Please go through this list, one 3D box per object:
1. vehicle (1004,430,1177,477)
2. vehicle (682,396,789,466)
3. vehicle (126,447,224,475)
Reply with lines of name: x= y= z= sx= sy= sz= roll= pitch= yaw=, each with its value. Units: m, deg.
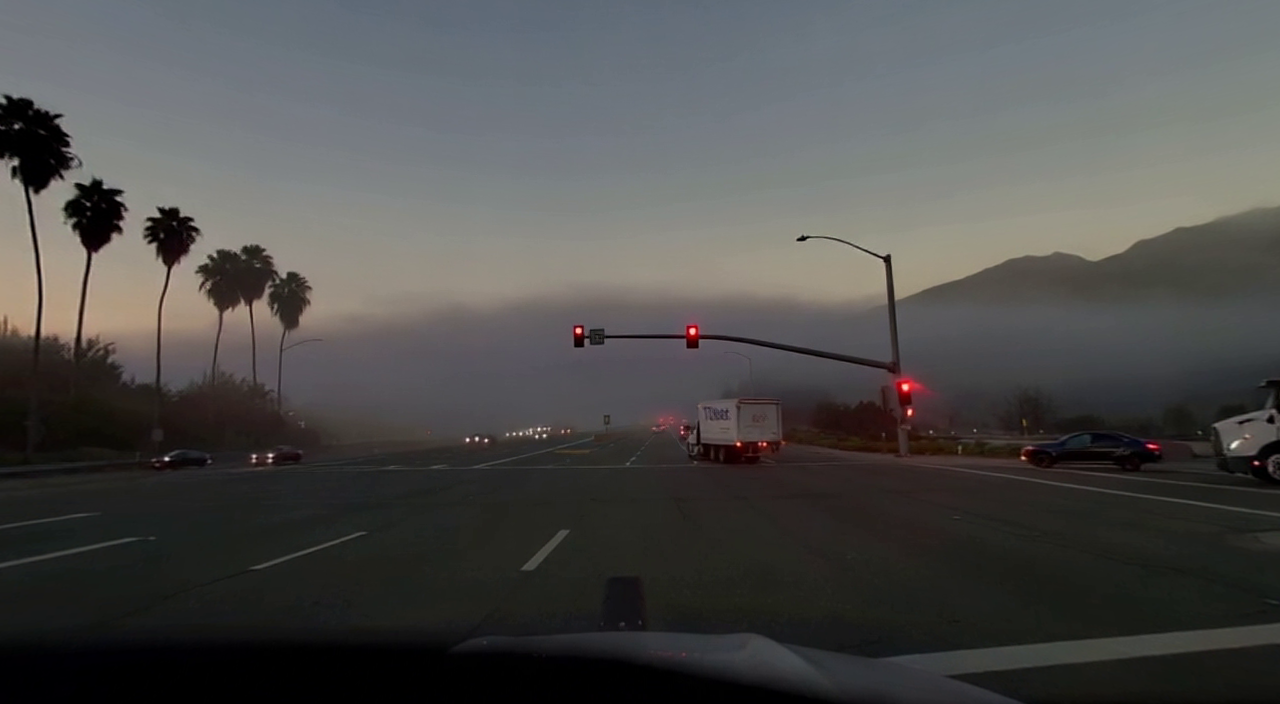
vehicle: x=15.546 y=3.531 z=22.022 sx=4.508 sy=1.493 sz=1.907 roll=-3 pitch=-9 yaw=22
vehicle: x=5.038 y=4.459 z=34.890 sx=3.237 sy=3.414 sz=7.088 roll=2 pitch=-9 yaw=-15
vehicle: x=-26.237 y=6.160 z=35.674 sx=1.868 sy=1.469 sz=4.746 roll=0 pitch=-9 yaw=1
